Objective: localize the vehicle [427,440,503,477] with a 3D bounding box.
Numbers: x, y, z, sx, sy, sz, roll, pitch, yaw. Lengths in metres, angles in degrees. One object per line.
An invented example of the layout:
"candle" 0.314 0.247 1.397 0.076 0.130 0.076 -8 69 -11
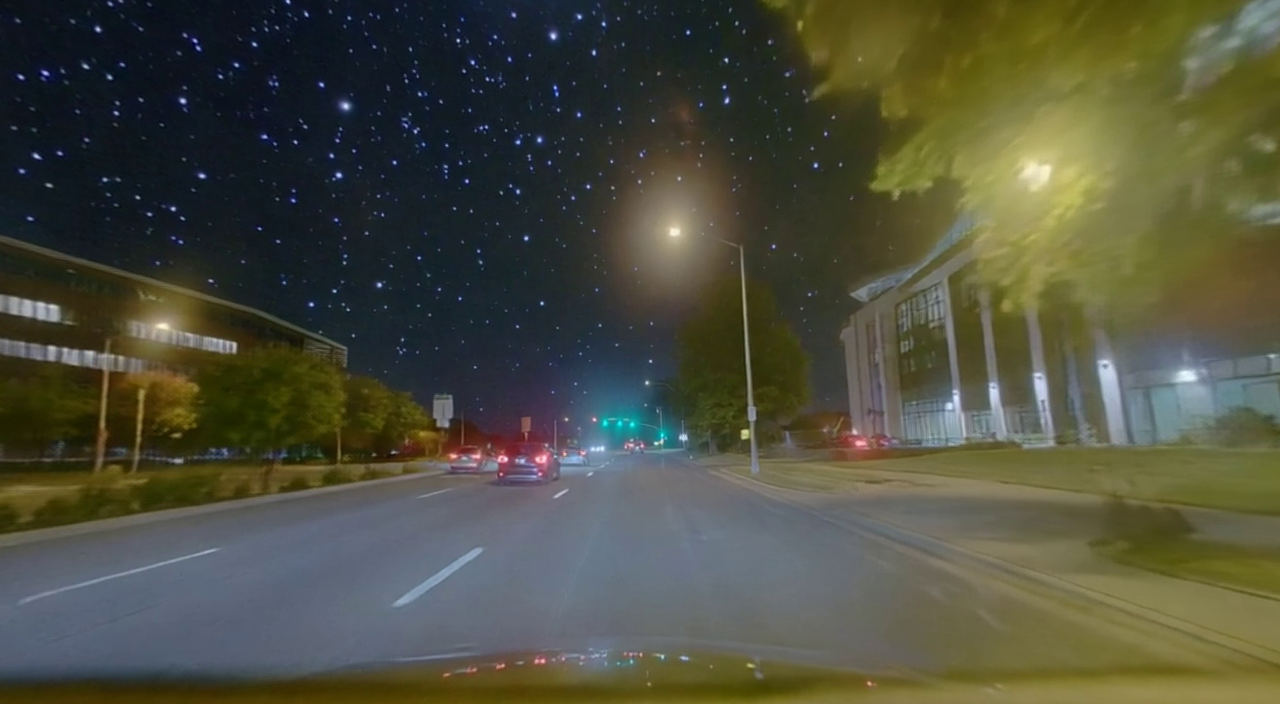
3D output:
"vehicle" -7.674 4.719 28.183 1.976 1.497 4.709 0 -8 1

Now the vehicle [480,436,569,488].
"vehicle" -3.595 3.534 20.580 2.011 1.483 4.596 0 -8 1
